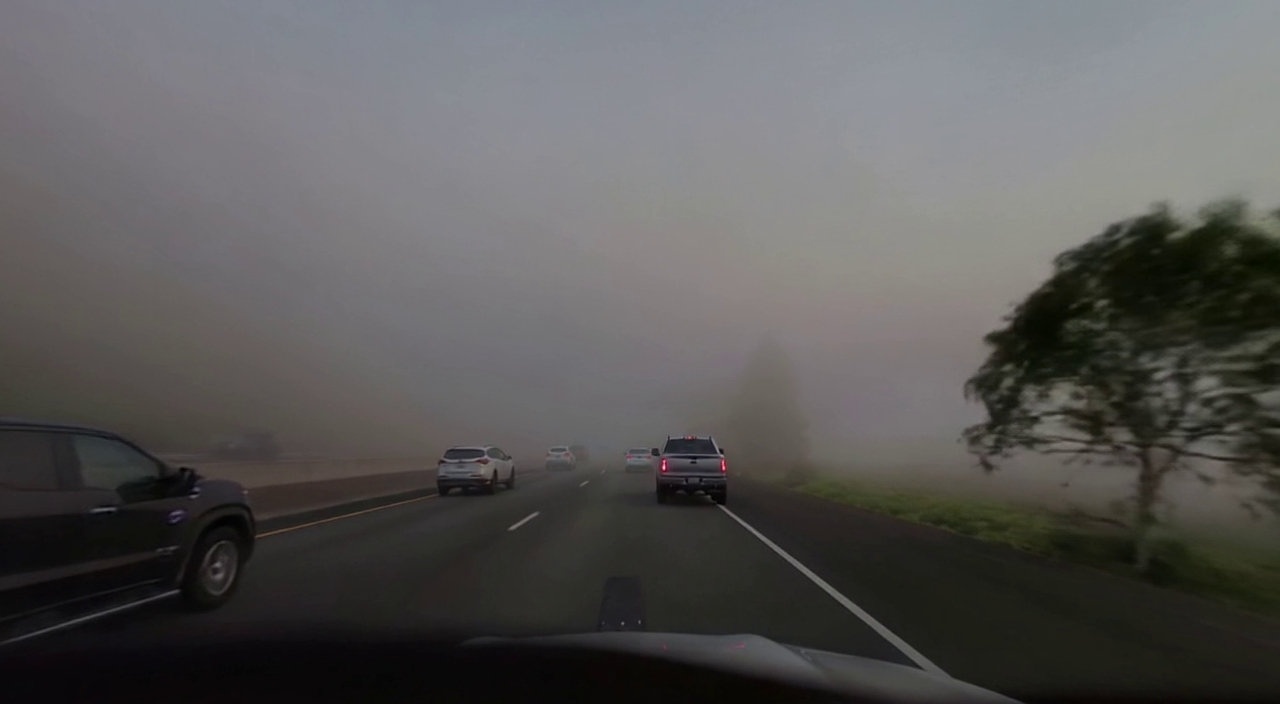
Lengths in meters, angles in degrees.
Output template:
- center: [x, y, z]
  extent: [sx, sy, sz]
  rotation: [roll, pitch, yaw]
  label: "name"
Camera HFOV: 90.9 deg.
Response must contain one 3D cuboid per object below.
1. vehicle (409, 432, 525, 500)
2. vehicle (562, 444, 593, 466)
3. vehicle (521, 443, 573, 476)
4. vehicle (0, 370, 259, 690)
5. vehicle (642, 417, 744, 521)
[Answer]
- center: [-4.684, 3.148, 17.769]
  extent: [1.934, 1.642, 4.201]
  rotation: [0, -9, 2]
  label: "vehicle"
- center: [-4.526, 7.524, 46.152]
  extent: [1.855, 1.527, 4.209]
  rotation: [0, -9, 0]
  label: "vehicle"
- center: [-4.450, 5.191, 30.680]
  extent: [1.867, 1.489, 3.829]
  rotation: [0, -9, 1]
  label: "vehicle"
- center: [-4.335, 0.939, 3.357]
  extent: [2.034, 1.642, 3.969]
  rotation: [0, -9, 1]
  label: "vehicle"
- center: [0.987, 2.473, 13.738]
  extent: [1.825, 1.920, 3.960]
  rotation: [0, -9, 0]
  label: "vehicle"
